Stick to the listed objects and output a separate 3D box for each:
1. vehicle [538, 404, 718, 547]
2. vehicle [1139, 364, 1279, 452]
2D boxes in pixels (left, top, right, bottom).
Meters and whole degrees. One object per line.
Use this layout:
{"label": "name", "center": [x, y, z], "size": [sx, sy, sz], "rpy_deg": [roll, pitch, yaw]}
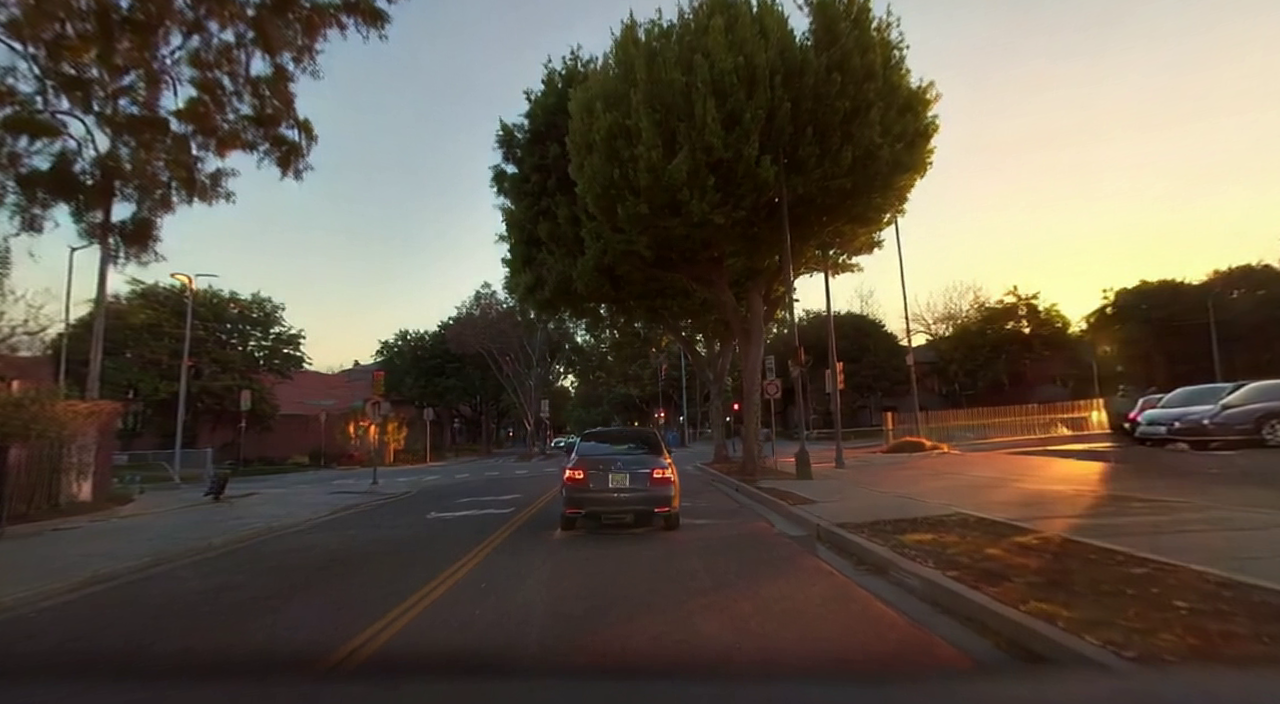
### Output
{"label": "vehicle", "center": [-0.121, 1.760, 9.510], "size": [2.142, 1.686, 3.816], "rpy_deg": [-1, -8, 1]}
{"label": "vehicle", "center": [14.494, 1.320, 14.499], "size": [4.104, 1.886, 1.939], "rpy_deg": [-2, -8, 9]}
